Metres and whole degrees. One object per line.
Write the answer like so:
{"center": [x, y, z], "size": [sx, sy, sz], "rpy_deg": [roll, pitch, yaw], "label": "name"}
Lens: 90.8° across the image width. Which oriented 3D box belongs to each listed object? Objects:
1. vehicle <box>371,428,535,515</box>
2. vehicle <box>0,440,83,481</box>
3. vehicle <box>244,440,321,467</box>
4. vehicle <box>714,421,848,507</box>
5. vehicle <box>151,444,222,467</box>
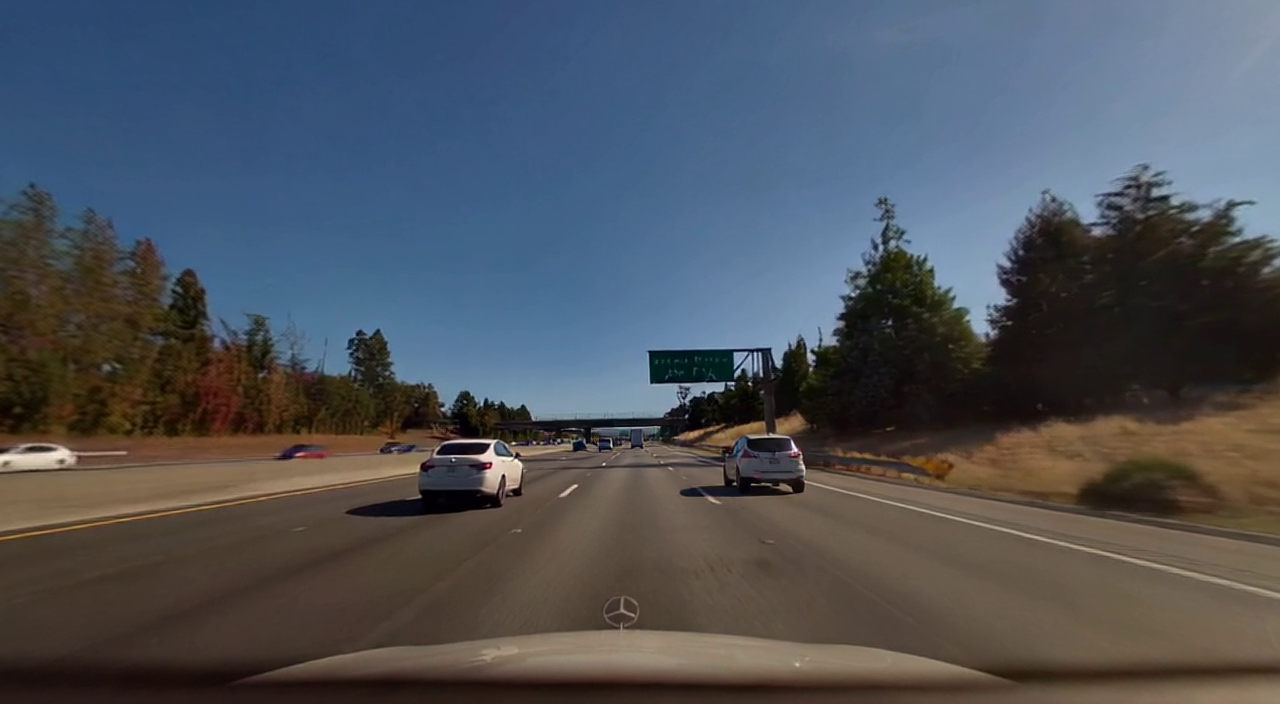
{"center": [-3.849, 2.580, 14.124], "size": [2.118, 1.573, 4.940], "rpy_deg": [0, -9, 0], "label": "vehicle"}
{"center": [-25.190, 4.297, 25.104], "size": [2.132, 1.501, 4.345], "rpy_deg": [0, -9, 0], "label": "vehicle"}
{"center": [-21.552, 6.162, 38.344], "size": [1.879, 1.502, 4.735], "rpy_deg": [0, -9, 0], "label": "vehicle"}
{"center": [3.078, 2.567, 14.790], "size": [2.053, 1.714, 4.097], "rpy_deg": [0, -9, -2], "label": "vehicle"}
{"center": [-33.161, 7.556, 46.311], "size": [1.903, 1.566, 4.432], "rpy_deg": [0, -9, 0], "label": "vehicle"}
